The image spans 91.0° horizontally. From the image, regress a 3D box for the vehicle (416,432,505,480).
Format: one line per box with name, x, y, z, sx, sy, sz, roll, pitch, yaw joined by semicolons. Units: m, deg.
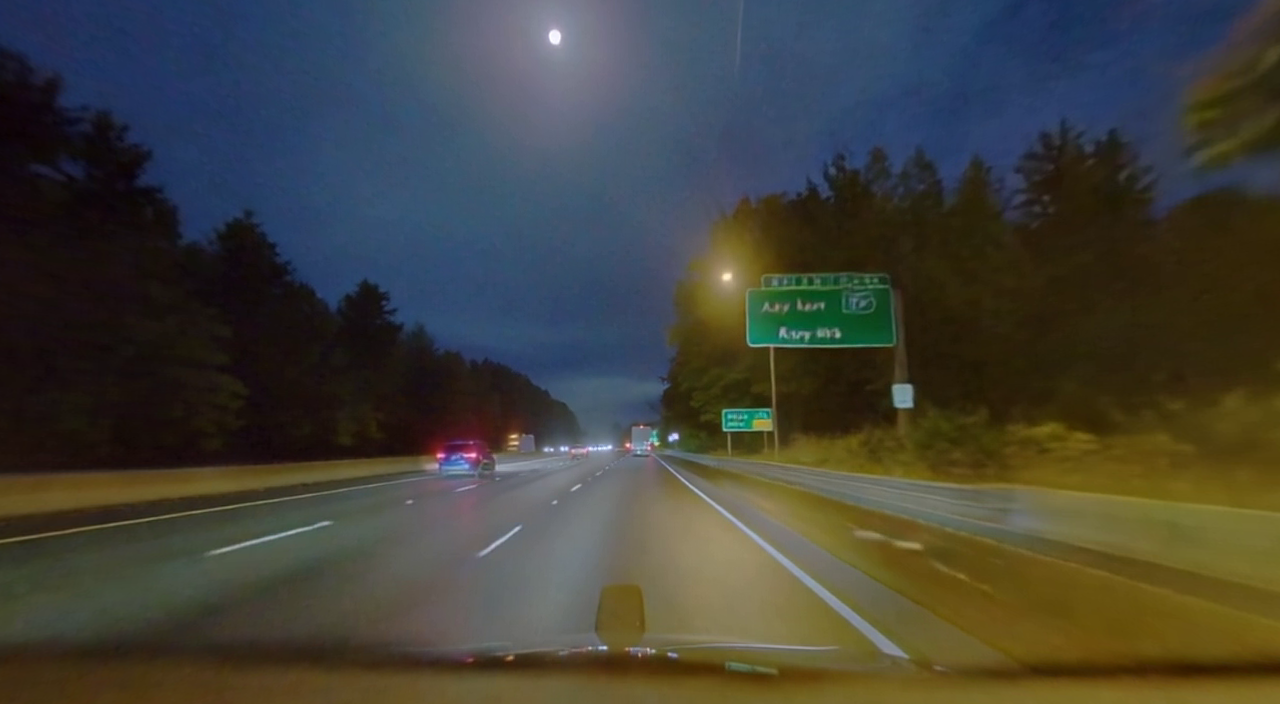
vehicle;-7.287;4.275;26.095;2.253;1.815;4.618;0;-9;1
